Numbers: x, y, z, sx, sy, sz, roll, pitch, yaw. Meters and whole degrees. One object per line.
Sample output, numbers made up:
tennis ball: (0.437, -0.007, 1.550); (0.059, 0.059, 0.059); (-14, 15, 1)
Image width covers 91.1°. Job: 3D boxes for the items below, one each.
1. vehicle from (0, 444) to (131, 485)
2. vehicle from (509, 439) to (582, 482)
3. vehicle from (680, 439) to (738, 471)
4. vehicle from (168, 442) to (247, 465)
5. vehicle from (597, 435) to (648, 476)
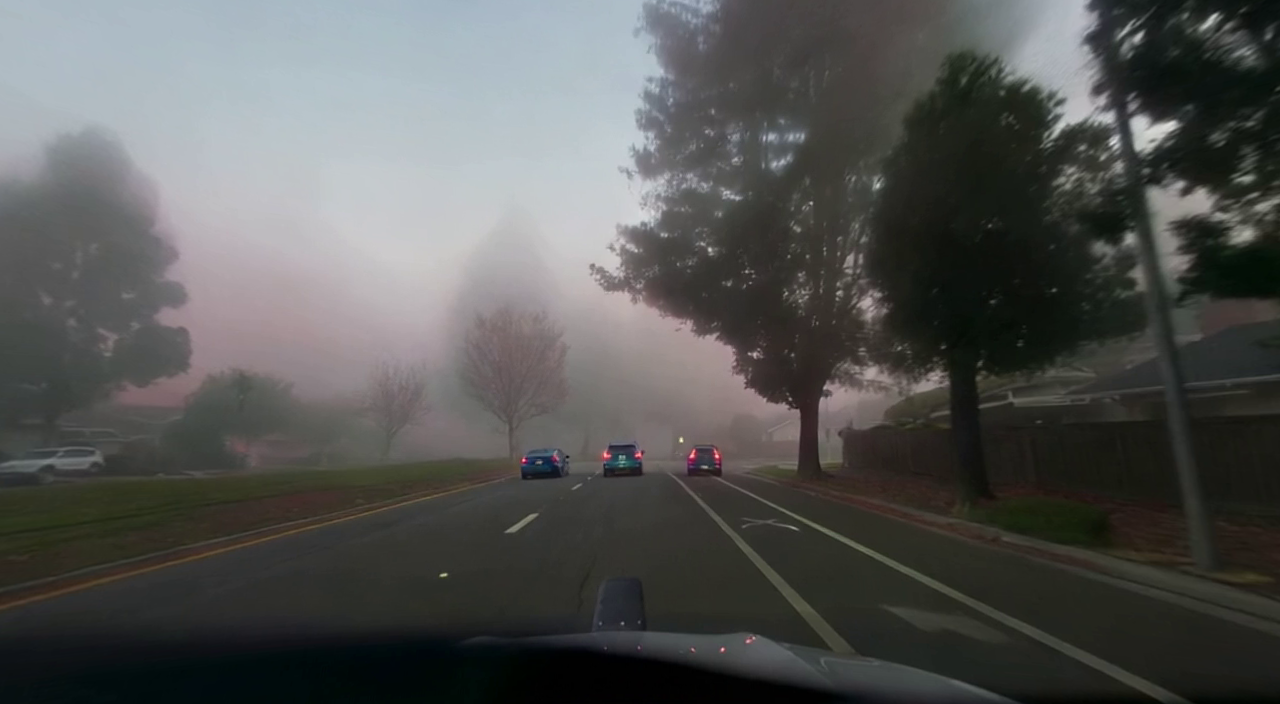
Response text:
vehicle: (-23.924, 4.620, 26.149); (1.928, 1.557, 4.181); (0, -9, -1)
vehicle: (-3.448, 4.067, 23.835); (2.032, 1.433, 4.458); (0, -8, 1)
vehicle: (4.047, 5.905, 36.115); (2.192, 1.677, 4.820); (-3, -9, 19)
vehicle: (-33.397, 7.841, 48.519); (4.600, 1.698, 1.993); (0, -8, 3)
vehicle: (-0.765, 4.776, 29.221); (2.220, 1.742, 4.047); (0, -8, 0)
